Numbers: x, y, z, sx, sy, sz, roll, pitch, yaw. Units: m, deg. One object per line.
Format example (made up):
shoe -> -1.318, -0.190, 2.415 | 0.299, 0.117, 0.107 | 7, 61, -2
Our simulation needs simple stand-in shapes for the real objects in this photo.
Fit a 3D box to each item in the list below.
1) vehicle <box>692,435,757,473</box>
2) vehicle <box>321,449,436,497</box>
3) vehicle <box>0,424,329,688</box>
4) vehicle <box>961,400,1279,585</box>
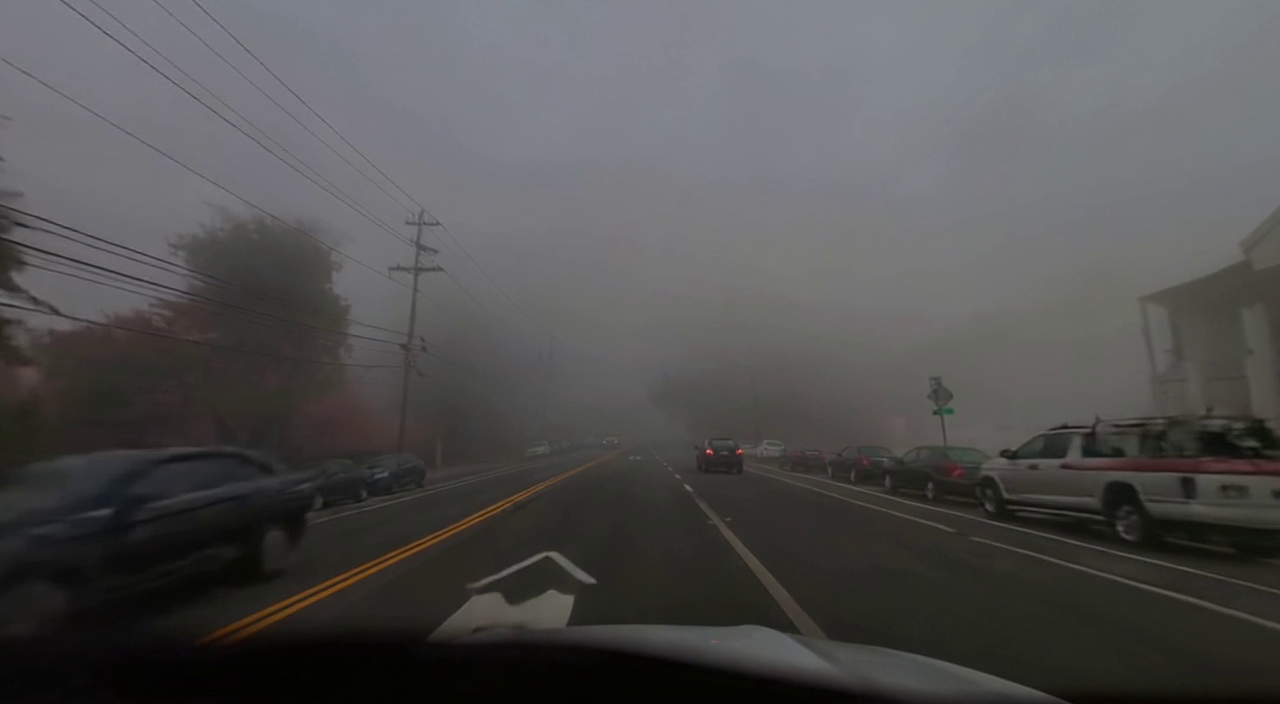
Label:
vehicle -> 3.582, 4.420, 27.595 | 2.059, 1.489, 4.629 | 0, -8, -1
vehicle -> -9.253, 4.280, 22.827 | 2.117, 1.474, 4.740 | 0, -8, 0
vehicle -> -4.881, 1.506, 5.639 | 2.010, 1.588, 4.186 | 0, -8, 1
vehicle -> 7.667, 1.910, 9.729 | 2.250, 1.935, 6.052 | 0, -8, 0
